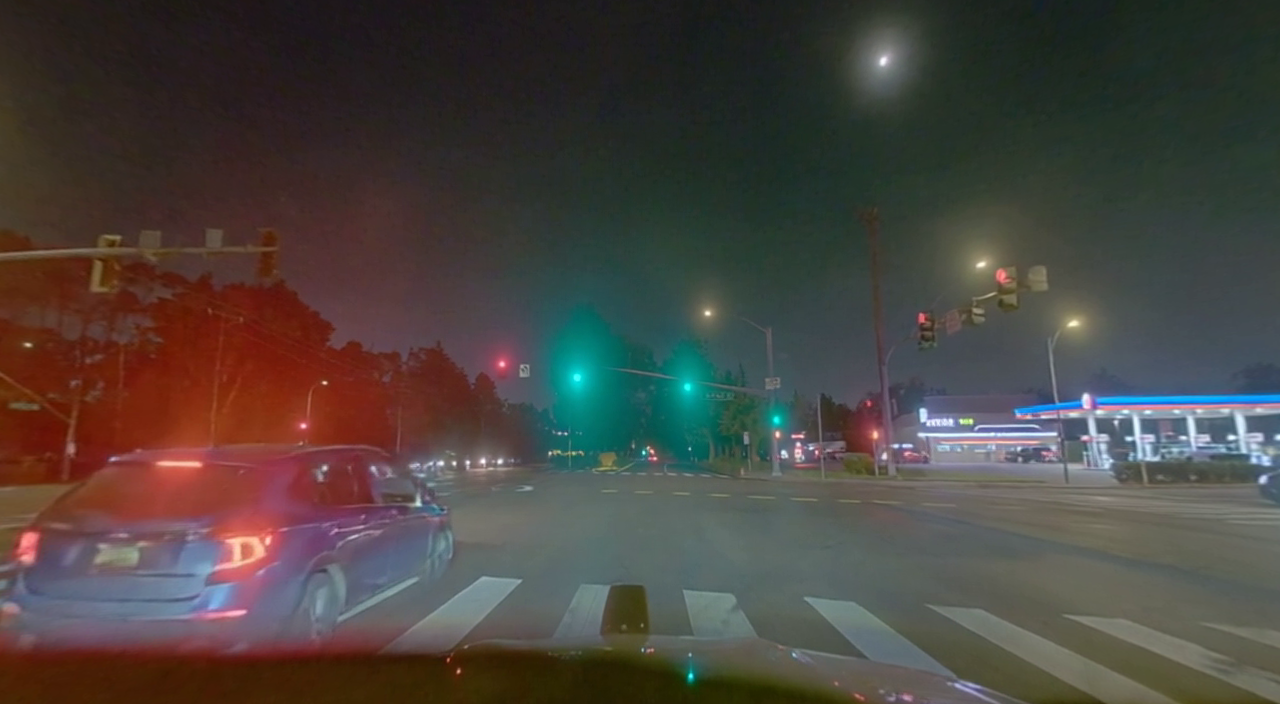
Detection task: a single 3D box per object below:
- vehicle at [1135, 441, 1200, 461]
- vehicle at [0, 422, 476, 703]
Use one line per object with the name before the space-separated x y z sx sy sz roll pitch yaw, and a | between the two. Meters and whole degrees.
vehicle | 40.503 7.618 48.410 3.518 1.433 1.763 1 -9 -5
vehicle | -3.015 1.410 5.140 2.041 1.483 4.533 0 -9 1
